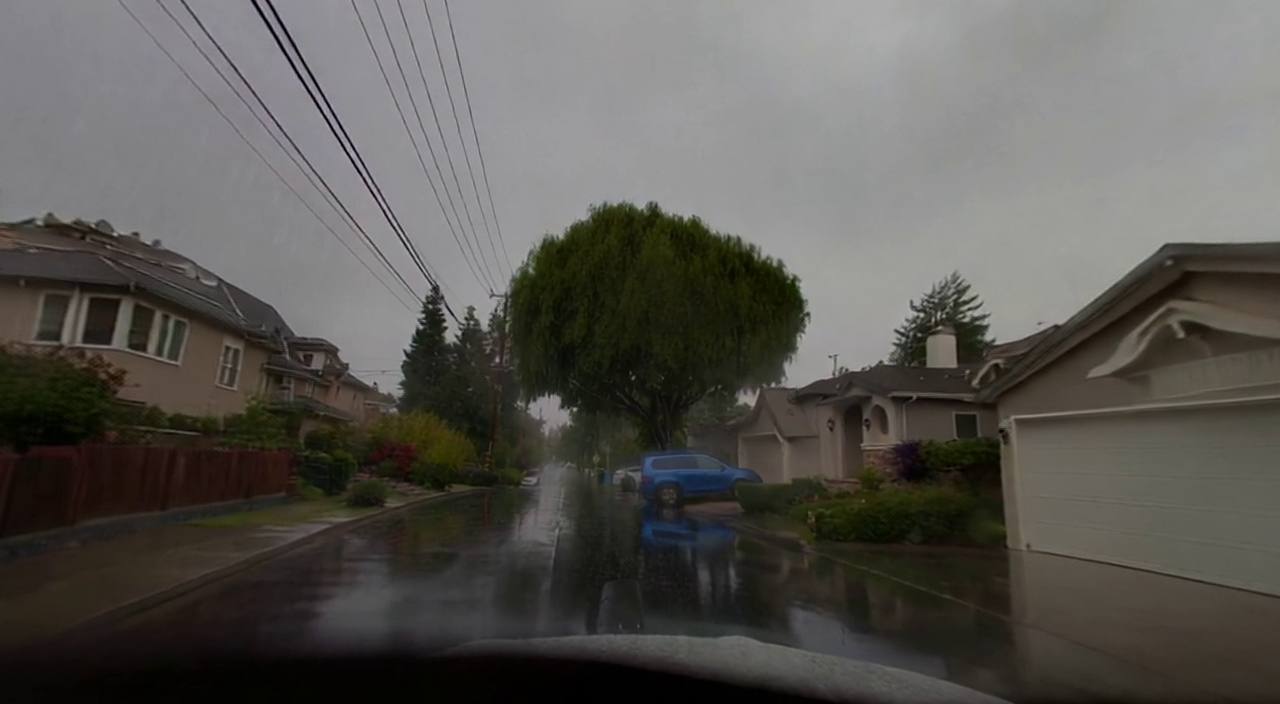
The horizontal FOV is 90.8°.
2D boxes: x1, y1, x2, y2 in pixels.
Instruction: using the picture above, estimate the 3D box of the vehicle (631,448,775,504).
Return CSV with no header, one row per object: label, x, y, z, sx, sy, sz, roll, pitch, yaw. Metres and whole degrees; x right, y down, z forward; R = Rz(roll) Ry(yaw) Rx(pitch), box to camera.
vehicle,2.029,4.089,21.119,4.413,1.728,1.869,2,-9,-10
